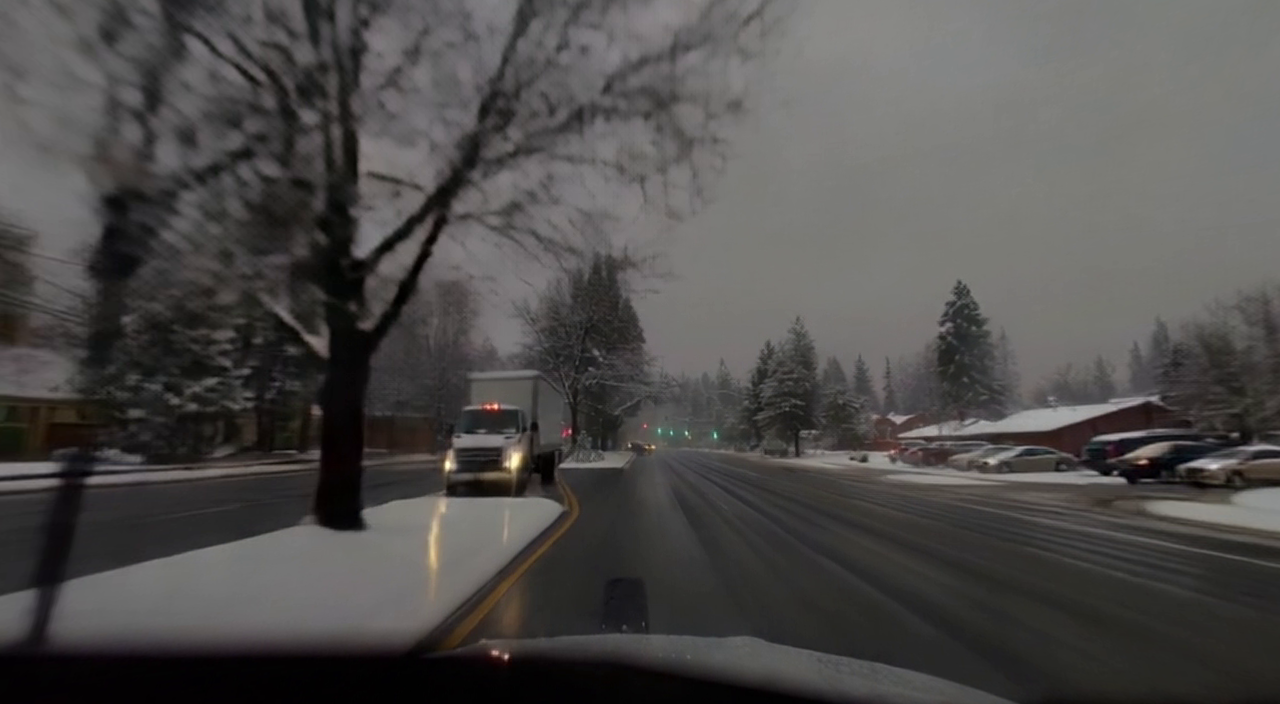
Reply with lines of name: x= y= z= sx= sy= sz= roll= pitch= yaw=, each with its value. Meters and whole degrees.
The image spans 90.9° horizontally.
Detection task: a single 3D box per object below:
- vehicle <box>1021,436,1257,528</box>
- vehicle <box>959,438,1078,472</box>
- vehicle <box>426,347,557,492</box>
vehicle: x=11.214 y=2.899 z=14.704 sx=1.976 sy=1.780 sz=4.352 roll=0 pitch=-8 yaw=2
vehicle: x=21.546 y=5.885 z=36.008 sx=5.374 sy=1.825 sz=2.157 roll=0 pitch=-8 yaw=0
vehicle: x=-4.079 y=1.987 z=18.208 sx=3.008 sy=3.786 sz=3.422 roll=0 pitch=-8 yaw=-3
